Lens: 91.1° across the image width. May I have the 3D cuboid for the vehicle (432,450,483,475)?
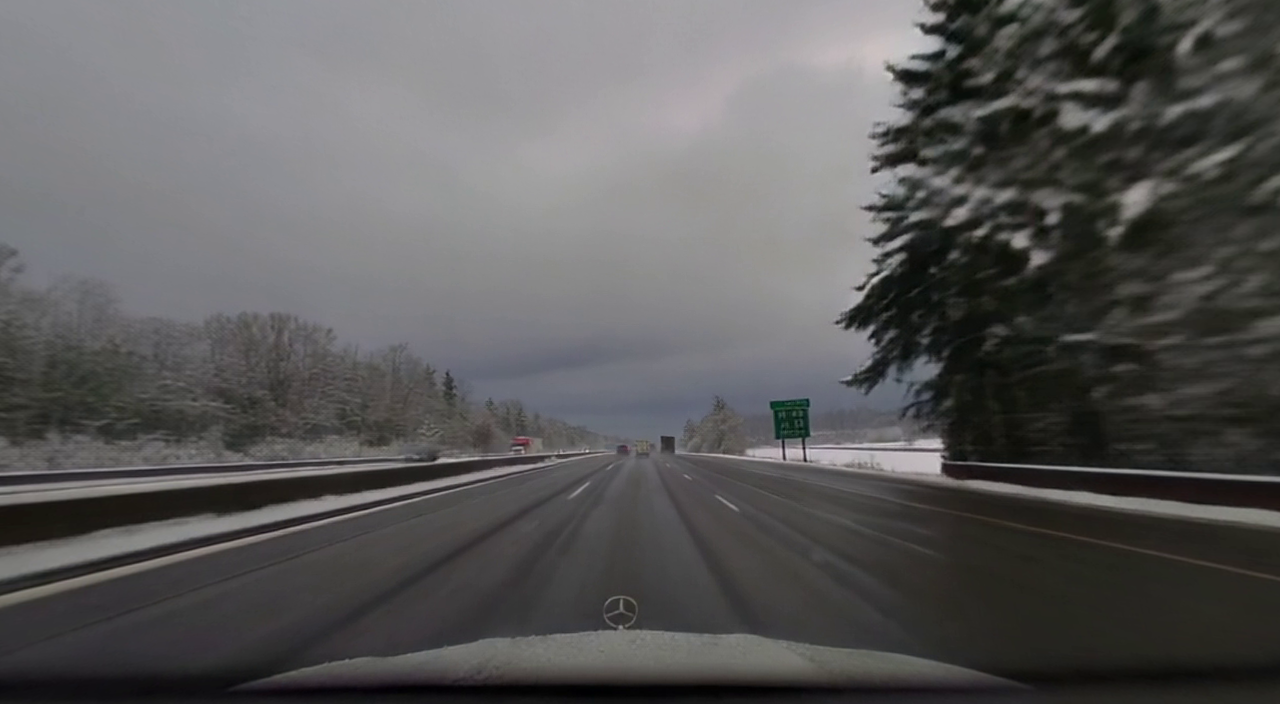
[{"bbox_3d":[-11.778,7.155,40.967,1.958,1.497,4.489,-1,-9,0],"label":"vehicle"}]
